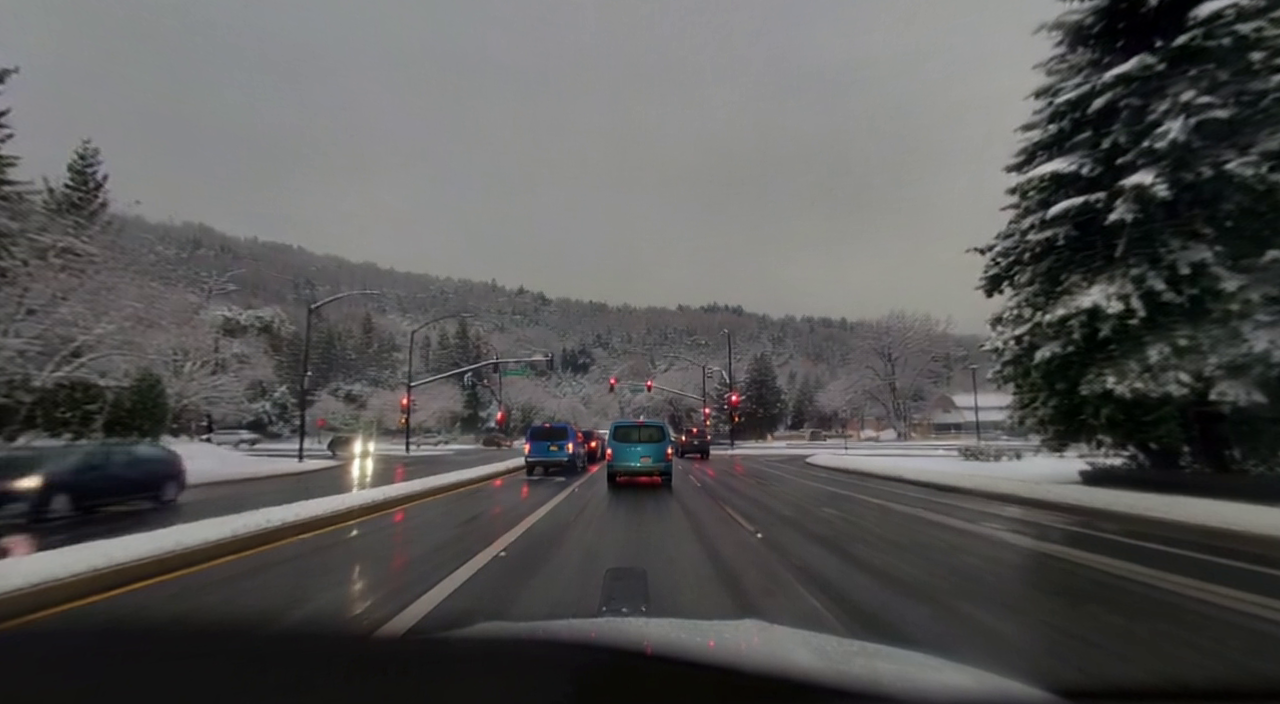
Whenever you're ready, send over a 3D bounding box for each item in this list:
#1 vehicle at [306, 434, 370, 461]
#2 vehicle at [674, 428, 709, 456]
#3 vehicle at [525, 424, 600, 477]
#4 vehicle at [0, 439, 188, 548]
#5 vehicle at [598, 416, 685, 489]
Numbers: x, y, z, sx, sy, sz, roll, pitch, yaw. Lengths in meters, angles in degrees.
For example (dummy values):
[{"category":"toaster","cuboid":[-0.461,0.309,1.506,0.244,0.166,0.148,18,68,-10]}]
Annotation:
[{"category":"vehicle","cuboid":[-20.989,6.644,43.721,4.717,1.754,2.053,-7,-11,39]},{"category":"vehicle","cuboid":[3.263,5.777,40.430,1.817,1.662,3.843,0,-8,-1]},{"category":"vehicle","cuboid":[-2.770,3.679,23.699,2.131,1.783,4.540,0,-8,2]},{"category":"vehicle","cuboid":[-9.869,2.181,10.229,1.991,1.469,4.596,1,-9,-5]},{"category":"vehicle","cuboid":[0.093,2.854,18.117,2.185,1.822,4.391,0,-8,2]}]
